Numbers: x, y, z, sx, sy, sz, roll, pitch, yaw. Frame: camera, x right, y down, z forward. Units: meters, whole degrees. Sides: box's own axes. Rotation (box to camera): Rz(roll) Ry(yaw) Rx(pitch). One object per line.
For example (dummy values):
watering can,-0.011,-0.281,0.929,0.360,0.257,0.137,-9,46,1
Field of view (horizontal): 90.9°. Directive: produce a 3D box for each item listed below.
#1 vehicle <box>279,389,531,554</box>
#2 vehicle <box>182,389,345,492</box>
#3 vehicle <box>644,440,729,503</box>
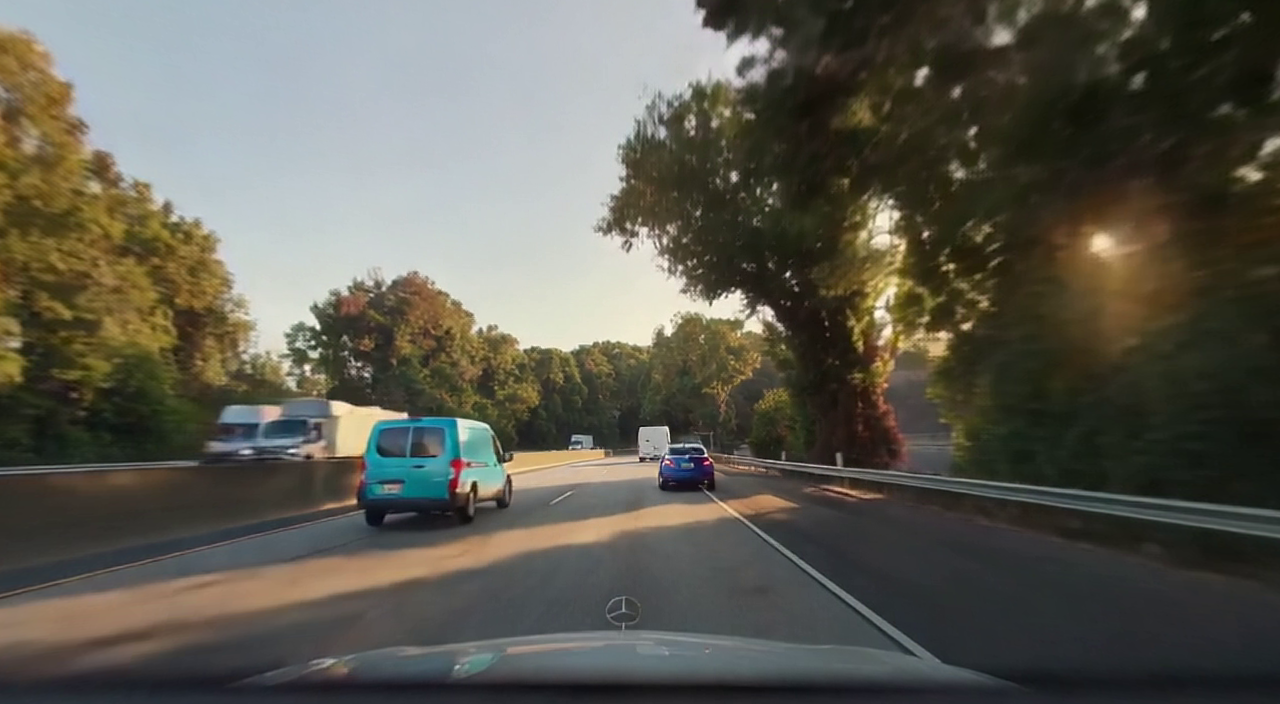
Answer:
vehicle,-3.348,1.864,10.380,2.217,2.033,4.975,0,-9,0
vehicle,-17.342,4.238,29.843,3.026,4.268,7.131,-1,-9,1
vehicle,1.129,3.172,17.058,2.012,1.485,3.649,0,-9,0
